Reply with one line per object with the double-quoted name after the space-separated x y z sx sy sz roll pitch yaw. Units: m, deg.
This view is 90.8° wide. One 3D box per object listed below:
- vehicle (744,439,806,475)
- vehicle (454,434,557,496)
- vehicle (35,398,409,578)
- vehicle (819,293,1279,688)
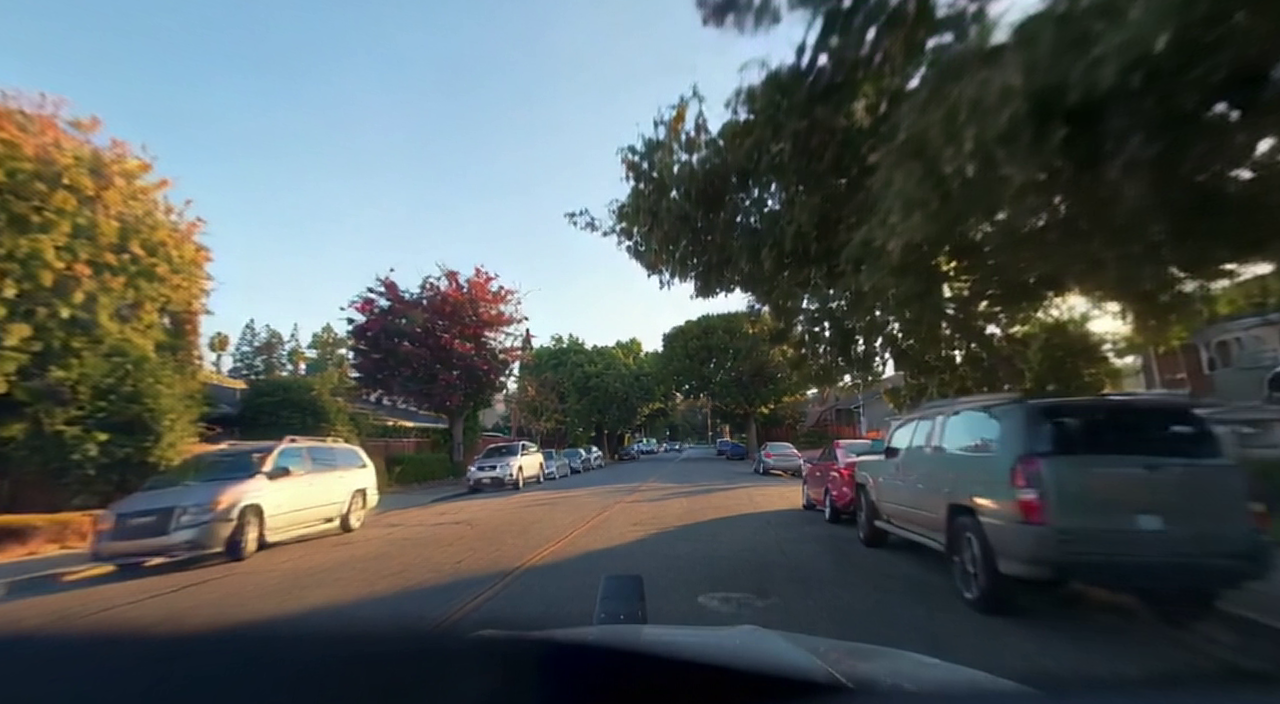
6.008 4.744 28.700 2.108 1.493 4.878 -1 -9 5 "vehicle"
-4.703 4.028 22.896 2.192 1.873 4.985 -4 -9 5 "vehicle"
-6.081 2.121 10.430 2.353 2.037 5.358 -4 -10 3 "vehicle"
3.516 1.128 6.147 2.397 2.130 5.384 -1 -9 5 "vehicle"
